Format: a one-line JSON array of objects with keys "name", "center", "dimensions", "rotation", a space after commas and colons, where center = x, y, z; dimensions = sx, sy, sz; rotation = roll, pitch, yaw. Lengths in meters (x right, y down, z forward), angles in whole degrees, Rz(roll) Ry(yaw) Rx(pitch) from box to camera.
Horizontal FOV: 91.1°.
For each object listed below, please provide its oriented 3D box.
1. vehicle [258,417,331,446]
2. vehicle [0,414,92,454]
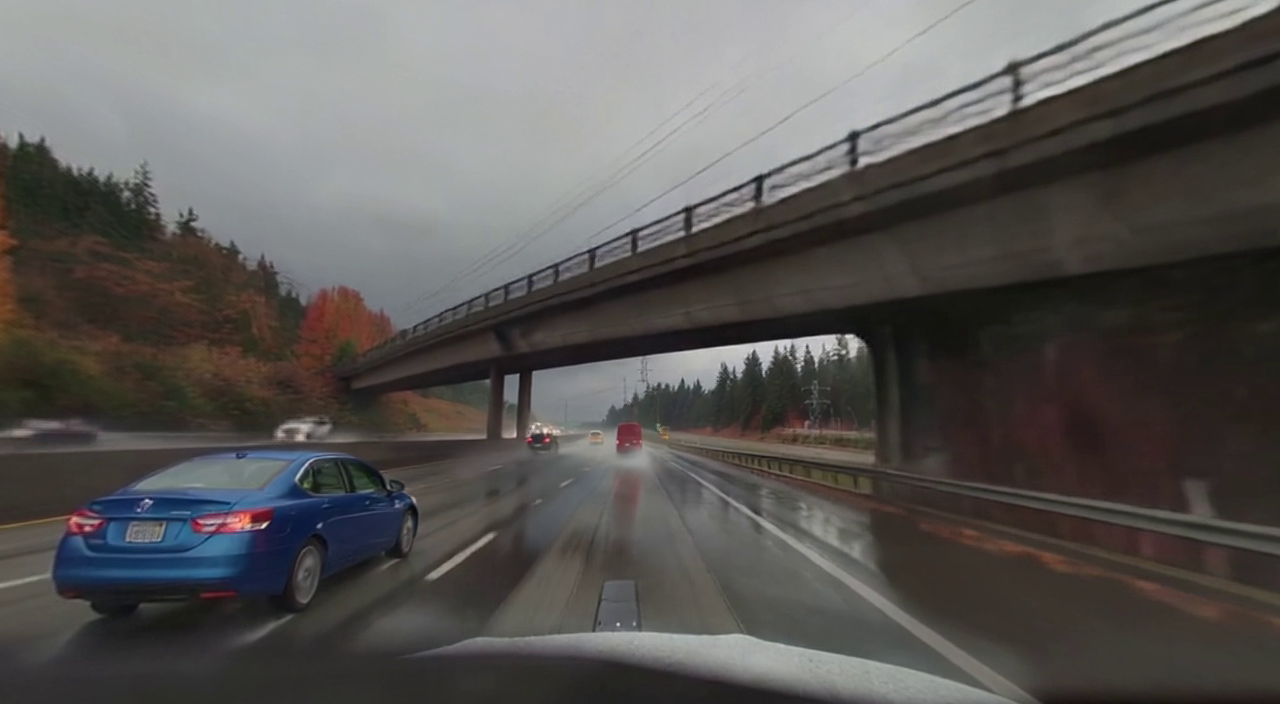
[{"name": "vehicle", "center": [-21.076, 4.887, 38.564], "dimensions": [2.071, 1.706, 4.159], "rotation": [0, -8, 0]}, {"name": "vehicle", "center": [-24.689, 3.281, 25.130], "dimensions": [1.905, 1.494, 4.019], "rotation": [0, -8, -1]}]
